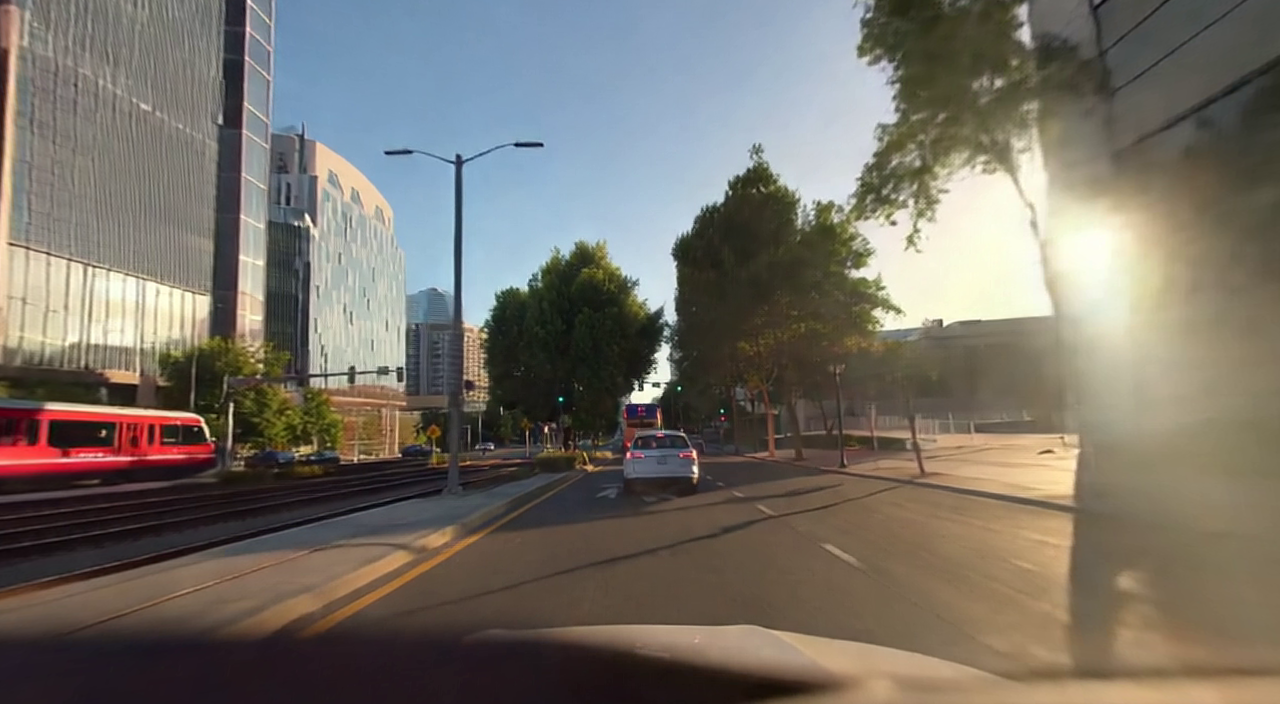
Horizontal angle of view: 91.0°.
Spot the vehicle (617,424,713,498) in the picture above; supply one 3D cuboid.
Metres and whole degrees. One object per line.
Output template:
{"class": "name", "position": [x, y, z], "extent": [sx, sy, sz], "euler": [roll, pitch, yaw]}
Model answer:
{"class": "vehicle", "position": [0.538, 2.821, 16.534], "extent": [2.190, 1.684, 4.084], "euler": [0, -9, -1]}

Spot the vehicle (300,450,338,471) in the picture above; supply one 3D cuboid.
{"class": "vehicle", "position": [-24.166, 8.130, 47.519], "extent": [1.900, 1.465, 4.781], "euler": [3, -9, -19]}

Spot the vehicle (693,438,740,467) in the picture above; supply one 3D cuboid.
{"class": "vehicle", "position": [4.085, 5.471, 34.459], "extent": [1.916, 1.466, 4.529], "euler": [0, -9, -1]}
